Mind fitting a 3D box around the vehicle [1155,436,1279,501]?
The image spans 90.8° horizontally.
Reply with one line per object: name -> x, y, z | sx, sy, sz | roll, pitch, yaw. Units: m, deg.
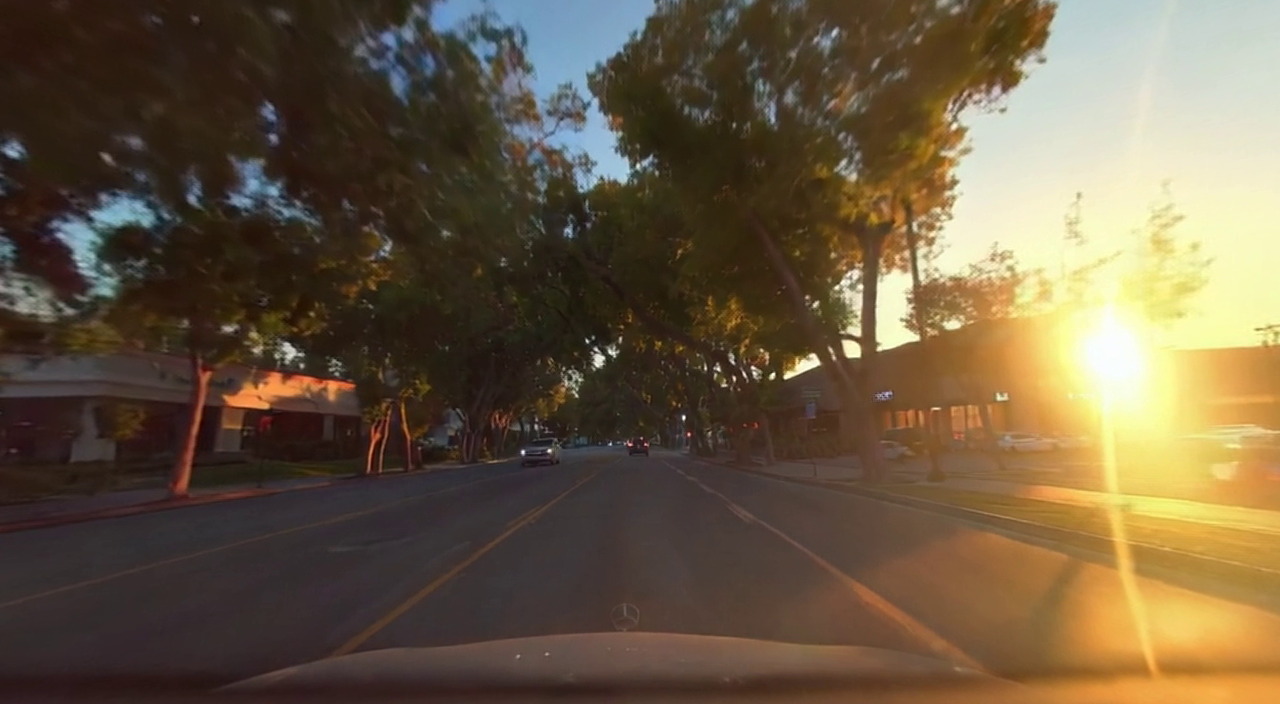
vehicle -> 16.785, 3.010, 16.578 | 4.665, 1.570, 2.080 | 0, -8, 0

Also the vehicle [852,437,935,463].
vehicle -> 16.162, 6.265, 40.458 | 4.421, 1.412, 1.949 | -2, -8, 0

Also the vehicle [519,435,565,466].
vehicle -> -6.768, 6.893, 44.379 | 2.437, 1.986, 5.135 | 0, -8, 0
